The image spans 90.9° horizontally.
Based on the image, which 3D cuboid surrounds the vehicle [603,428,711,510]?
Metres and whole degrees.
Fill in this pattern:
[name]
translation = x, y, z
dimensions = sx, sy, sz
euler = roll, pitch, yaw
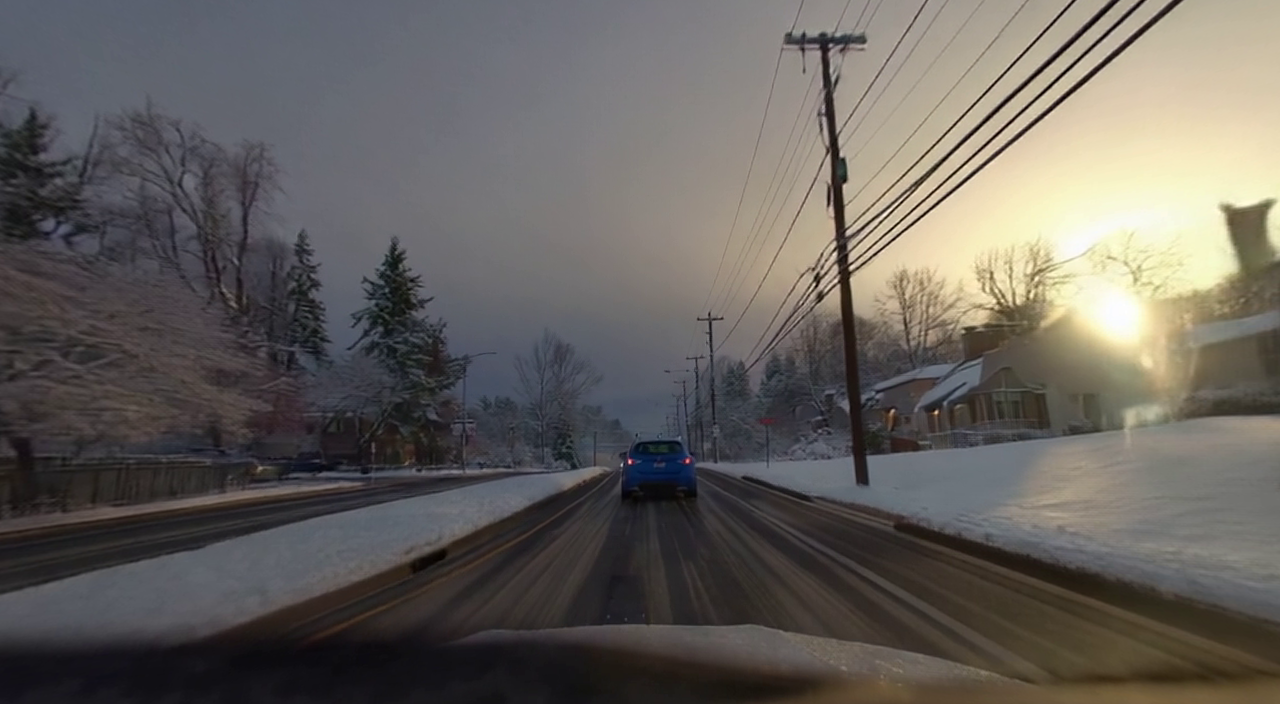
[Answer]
[vehicle]
translation = 0.361, 2.709, 15.073
dimensions = 2.200, 1.653, 4.127
euler = 0, -8, 0
